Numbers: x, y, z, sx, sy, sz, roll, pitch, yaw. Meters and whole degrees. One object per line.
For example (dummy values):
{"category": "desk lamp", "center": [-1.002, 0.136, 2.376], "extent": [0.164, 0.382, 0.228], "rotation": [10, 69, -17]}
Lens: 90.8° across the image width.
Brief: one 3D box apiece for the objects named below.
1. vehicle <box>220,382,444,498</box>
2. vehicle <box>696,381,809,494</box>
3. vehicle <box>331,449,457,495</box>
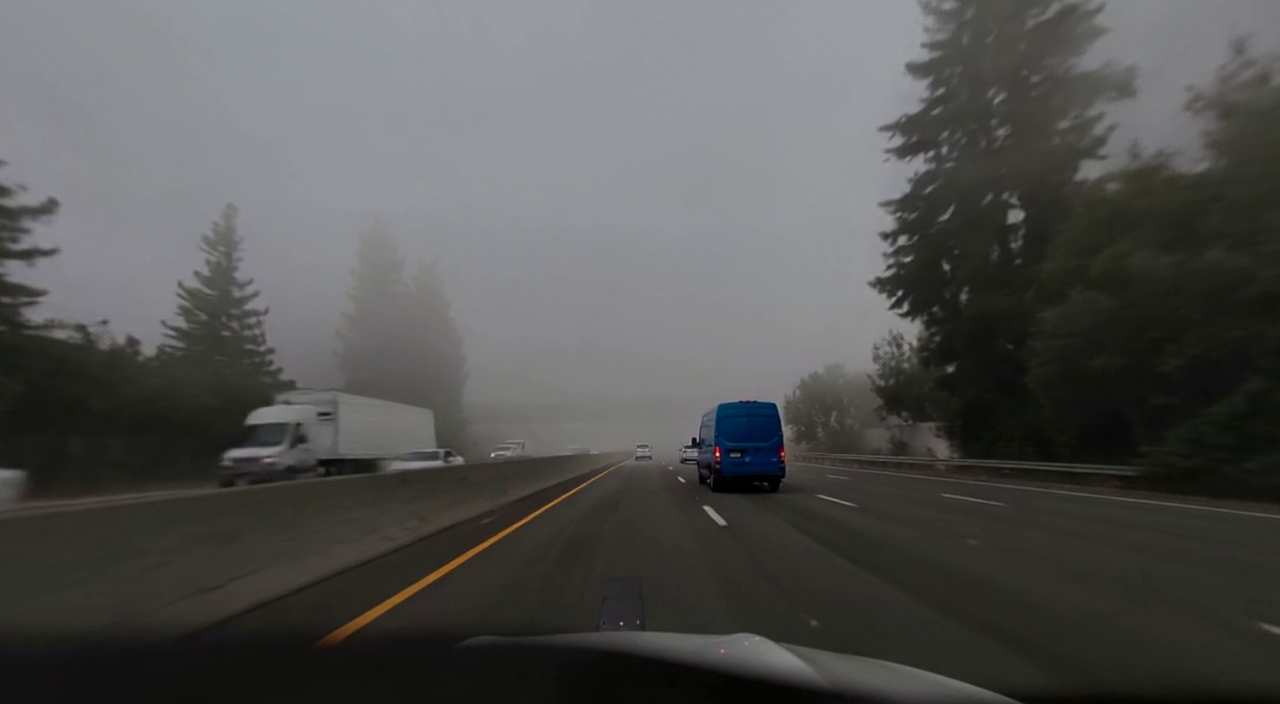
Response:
{"category": "vehicle", "center": [-15.156, 4.880, 34.258], "extent": [3.234, 4.648, 17.365], "rotation": [0, -9, 1]}
{"category": "vehicle", "center": [3.451, 2.925, 21.232], "extent": [2.460, 3.155, 6.902], "rotation": [0, -9, 0]}
{"category": "vehicle", "center": [-7.414, 3.645, 19.544], "extent": [2.186, 1.241, 4.084], "rotation": [0, -9, 1]}
